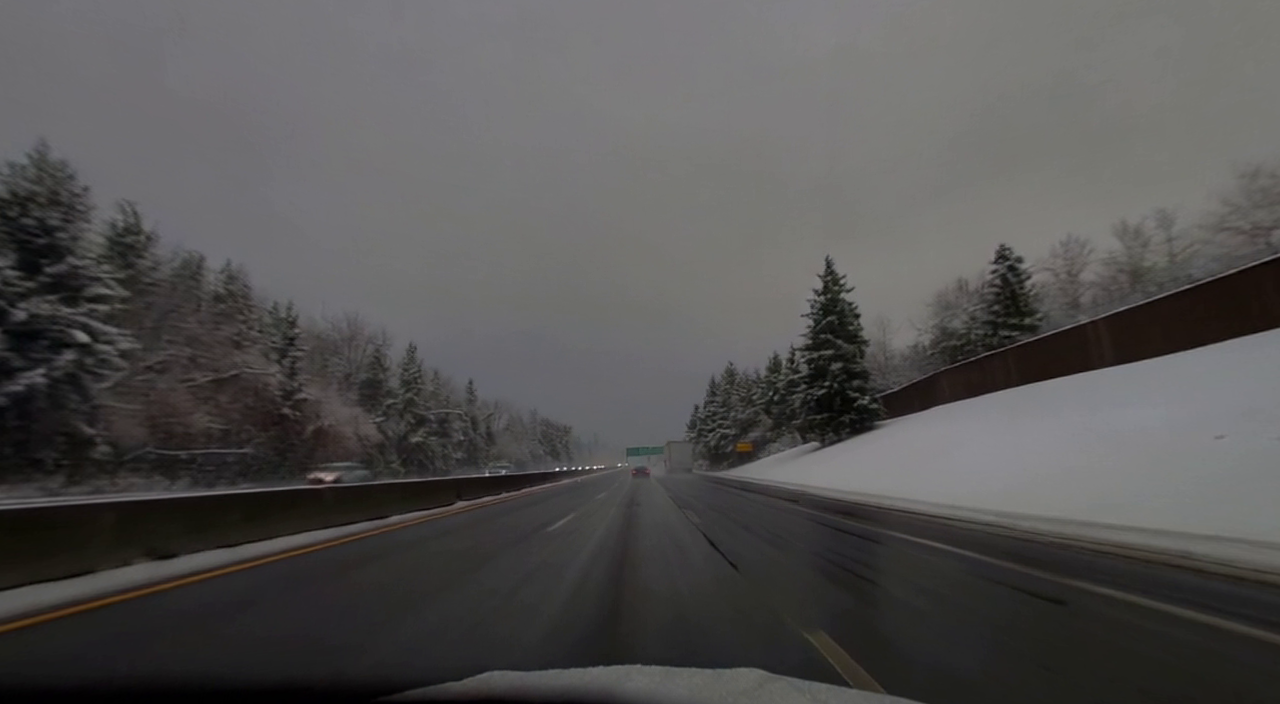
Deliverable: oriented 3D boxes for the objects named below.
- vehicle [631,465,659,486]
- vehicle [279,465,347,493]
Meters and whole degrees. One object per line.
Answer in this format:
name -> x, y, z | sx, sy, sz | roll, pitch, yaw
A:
vehicle -> 0.360, 9.238, 47.193 | 2.015, 1.478, 3.920 | 0, -10, 0
vehicle -> -18.825, 7.303, 36.464 | 1.851, 1.518, 3.629 | 0, -10, 1
